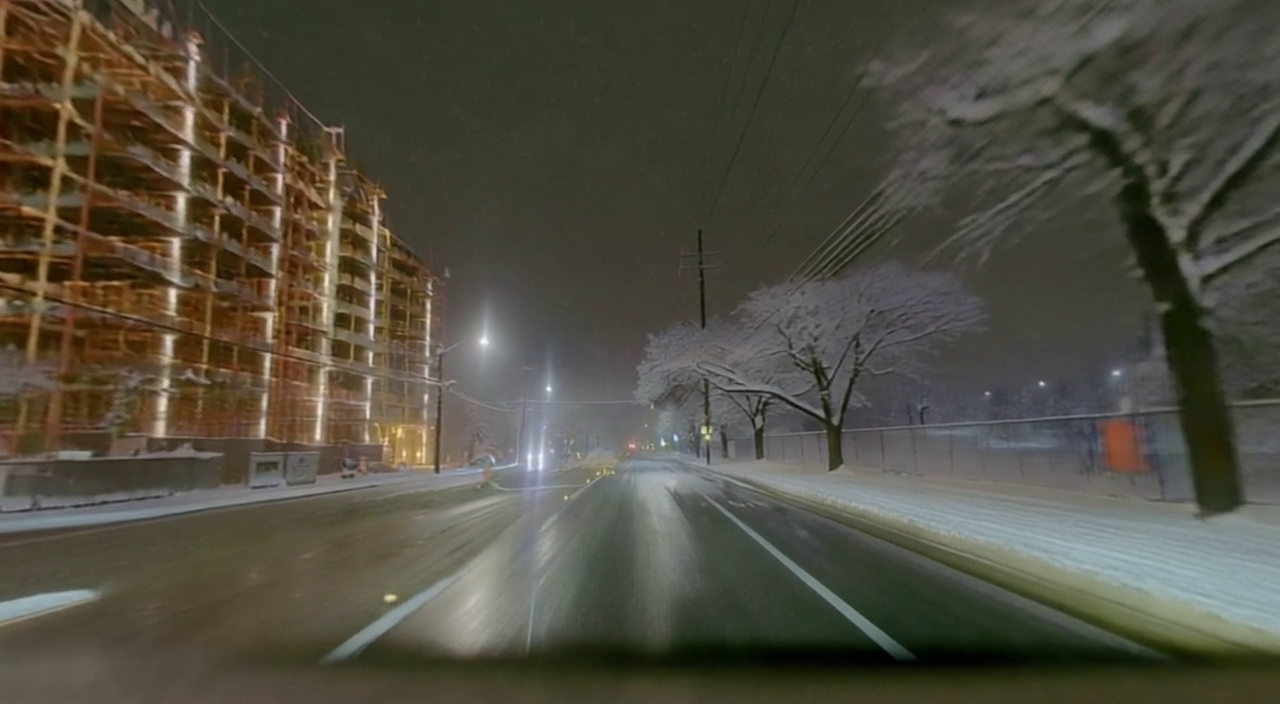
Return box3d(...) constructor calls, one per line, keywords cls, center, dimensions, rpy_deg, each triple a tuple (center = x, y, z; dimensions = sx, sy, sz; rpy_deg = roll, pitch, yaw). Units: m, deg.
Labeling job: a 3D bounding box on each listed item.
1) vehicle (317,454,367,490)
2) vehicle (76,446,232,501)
box3d(cls="vehicle", center=(-15.709, 6.239, 33.078), dimensions=(2.002, 1.683, 4.664), rpy_deg=(5, -11, -28))
box3d(cls="vehicle", center=(-20.363, 5.092, 26.581), dimensions=(4.712, 1.927, 2.237), rpy_deg=(-3, -10, 0))
